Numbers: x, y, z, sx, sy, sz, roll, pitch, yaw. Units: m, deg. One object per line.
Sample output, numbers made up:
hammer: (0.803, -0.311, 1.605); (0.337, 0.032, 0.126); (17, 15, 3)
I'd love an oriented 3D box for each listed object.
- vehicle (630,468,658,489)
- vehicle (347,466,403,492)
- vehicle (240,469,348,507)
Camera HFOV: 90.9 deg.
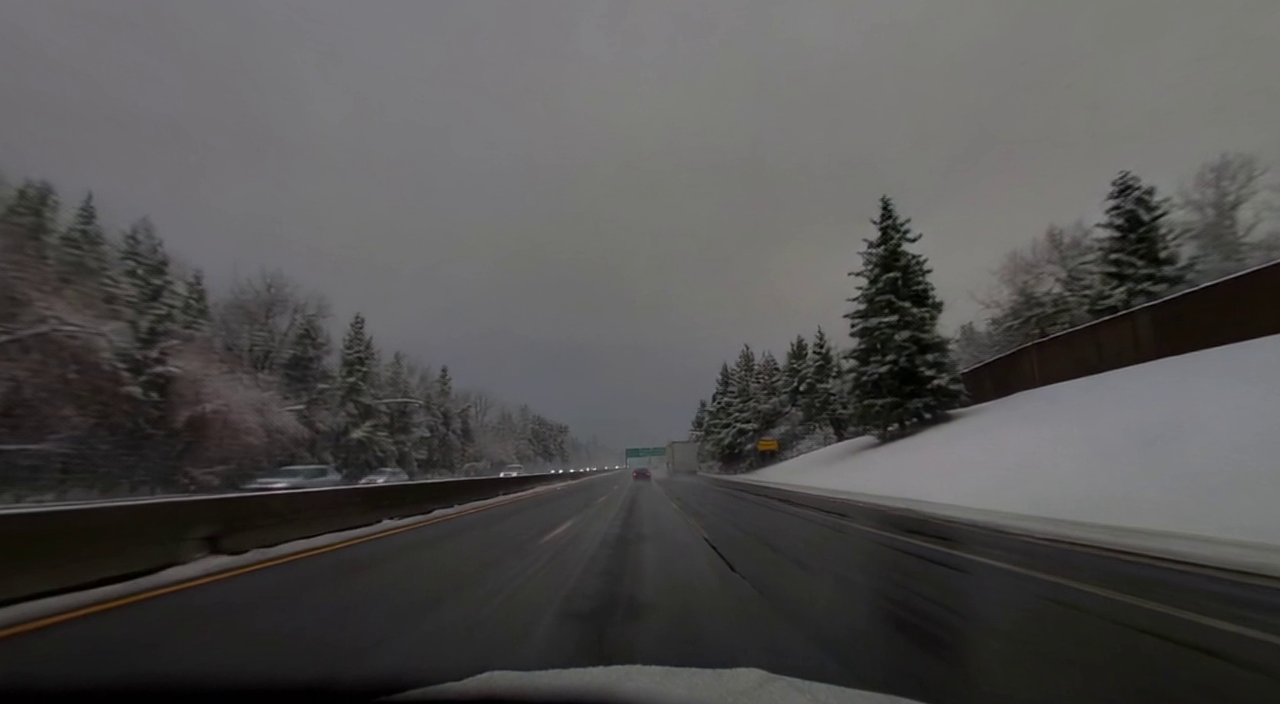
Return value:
vehicle: (0.317, 9.393, 46.946); (2.015, 1.478, 3.920); (0, -10, 0)
vehicle: (-18.416, 8.857, 44.008); (1.886, 1.655, 4.335); (0, -10, 1)
vehicle: (-14.853, 5.836, 27.389); (1.995, 1.479, 4.651); (0, -10, 1)
